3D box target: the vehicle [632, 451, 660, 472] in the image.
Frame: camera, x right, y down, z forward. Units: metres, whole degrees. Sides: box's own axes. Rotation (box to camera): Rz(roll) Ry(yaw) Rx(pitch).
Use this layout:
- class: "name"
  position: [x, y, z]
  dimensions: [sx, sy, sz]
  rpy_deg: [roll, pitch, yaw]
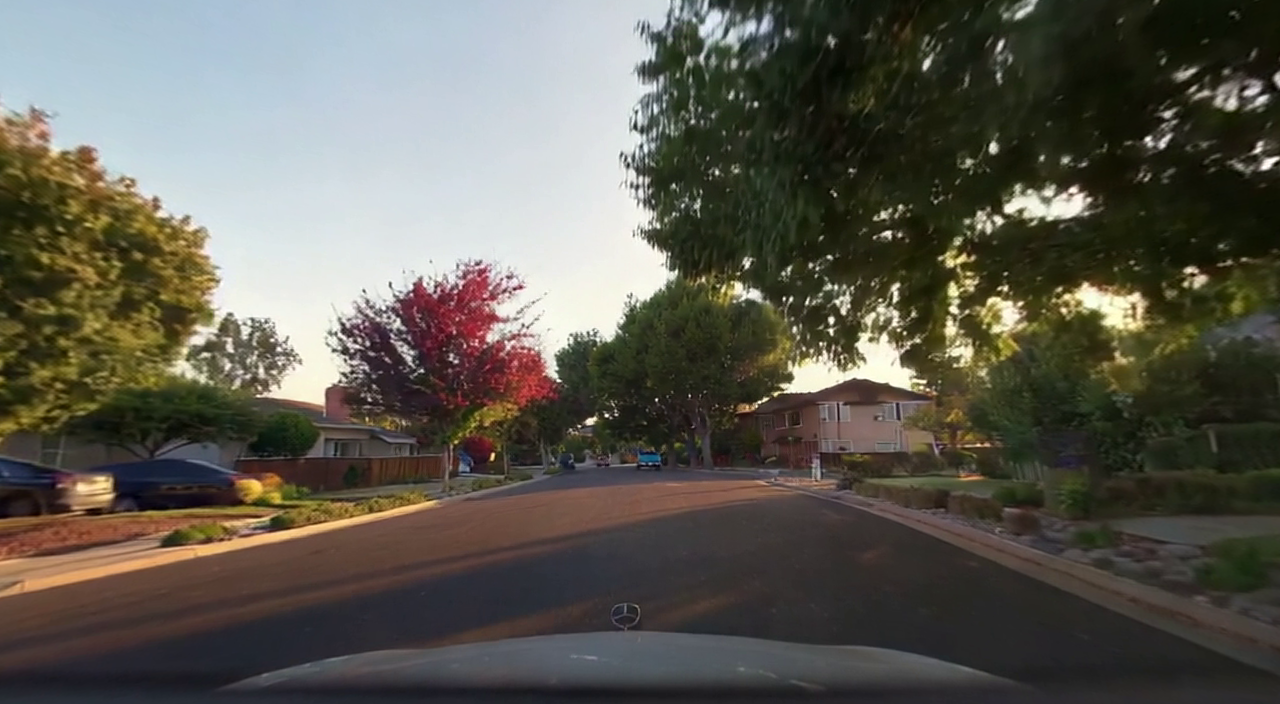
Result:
- class: "vehicle"
  position: [0.421, 8.431, 48.825]
  dimensions: [2.064, 1.477, 3.968]
  rpy_deg: [0, -9, 0]
